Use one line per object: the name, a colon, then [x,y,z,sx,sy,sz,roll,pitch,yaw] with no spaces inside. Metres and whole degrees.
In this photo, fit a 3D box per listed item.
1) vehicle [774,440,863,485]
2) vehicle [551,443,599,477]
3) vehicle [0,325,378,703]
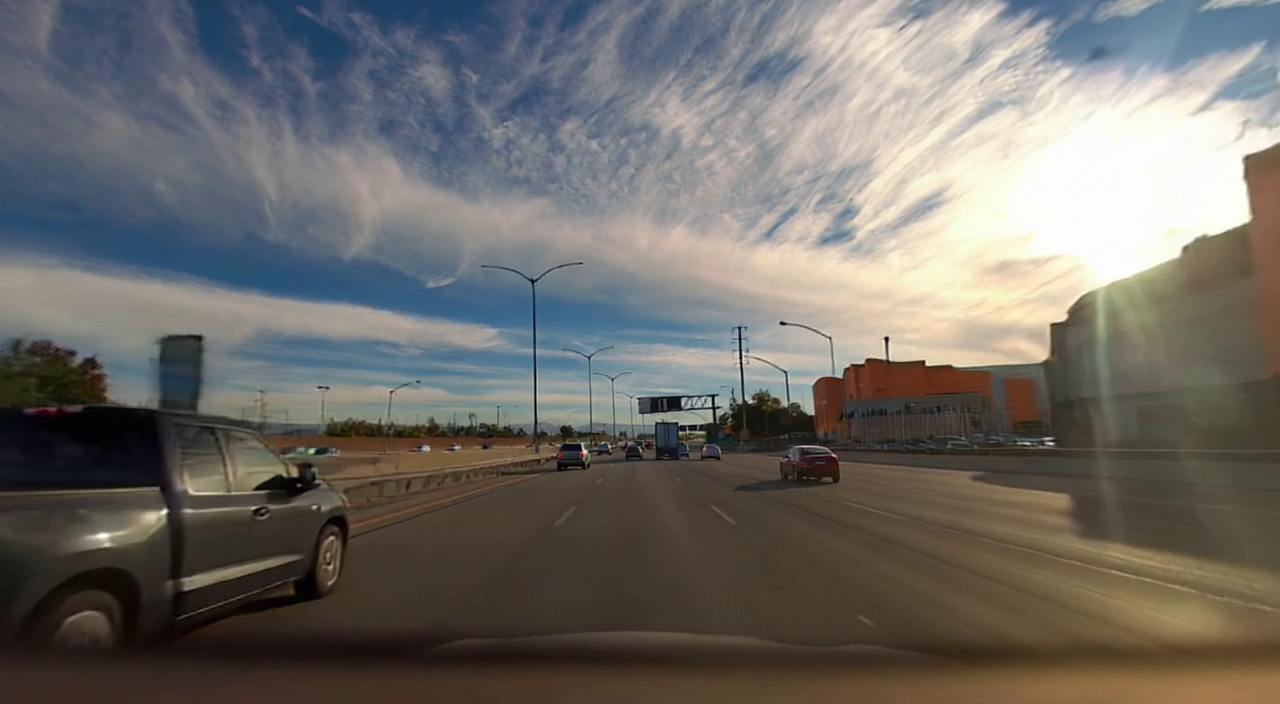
vehicle: [6.613,4.134,23.858,1.980,1.501,4.433,0,-9,-1]
vehicle: [-3.045,5.191,30.449,1.929,1.521,4.097,0,-9,0]
vehicle: [-3.533,0.959,3.469,2.130,1.799,4.583,0,-9,1]
